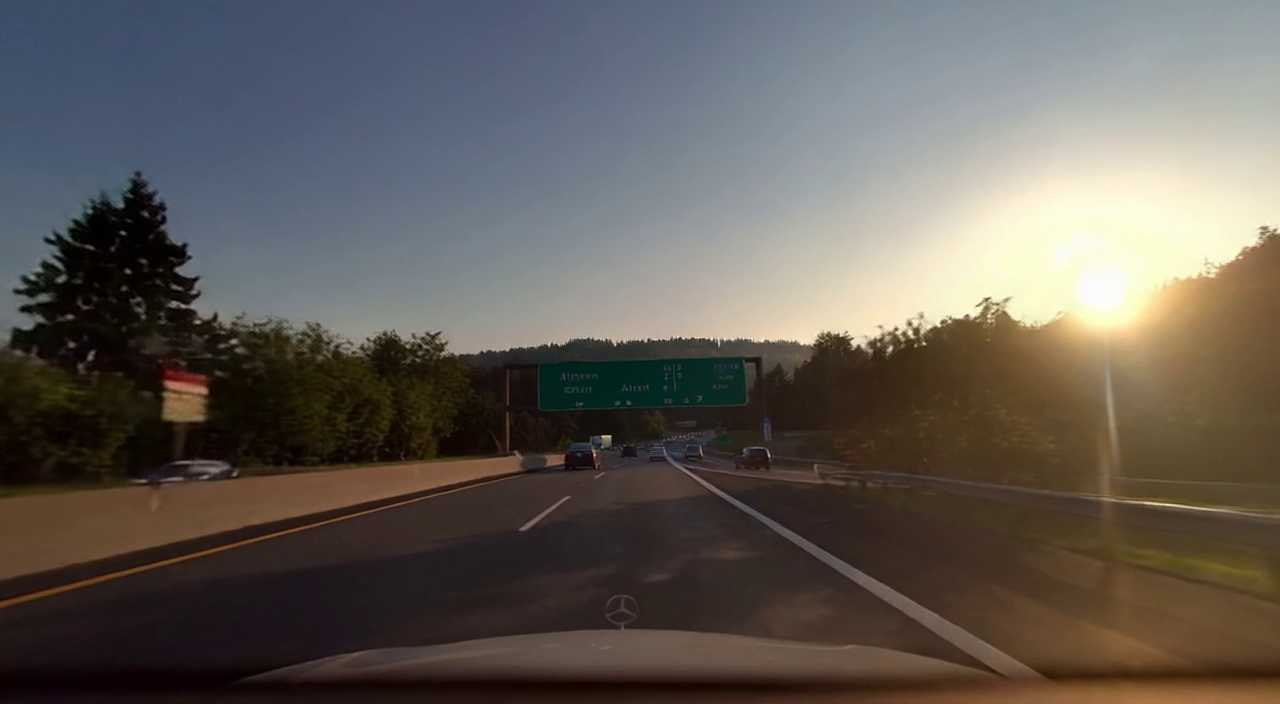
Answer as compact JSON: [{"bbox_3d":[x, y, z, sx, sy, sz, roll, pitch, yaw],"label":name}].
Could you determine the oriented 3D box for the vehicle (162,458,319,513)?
[{"bbox_3d":[-11.914,3.982,19.245,1.906,1.402,4.289,0,-9,1],"label":"vehicle"}]

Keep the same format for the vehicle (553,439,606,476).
[{"bbox_3d":[-2.807,5.031,30.250,2.037,1.638,4.274,0,-9,1],"label":"vehicle"}]

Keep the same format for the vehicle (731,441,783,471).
[{"bbox_3d":[6.942,6.217,37.901,2.021,1.639,4.203,1,-9,-5],"label":"vehicle"}]
